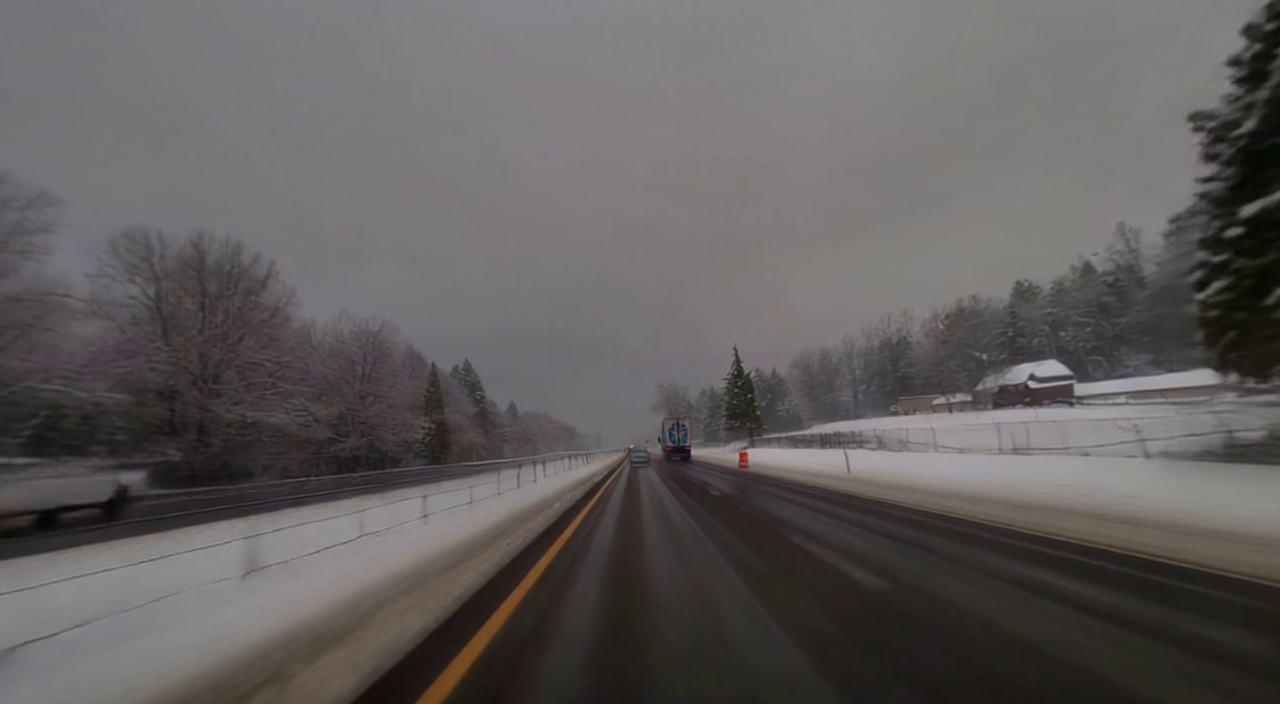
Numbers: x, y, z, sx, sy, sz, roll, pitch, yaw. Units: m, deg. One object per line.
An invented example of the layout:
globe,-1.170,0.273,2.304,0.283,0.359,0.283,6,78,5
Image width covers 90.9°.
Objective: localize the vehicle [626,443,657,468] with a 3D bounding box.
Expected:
vehicle,0.077,6.998,42.755,2.065,1.573,3.734,0,-9,0
